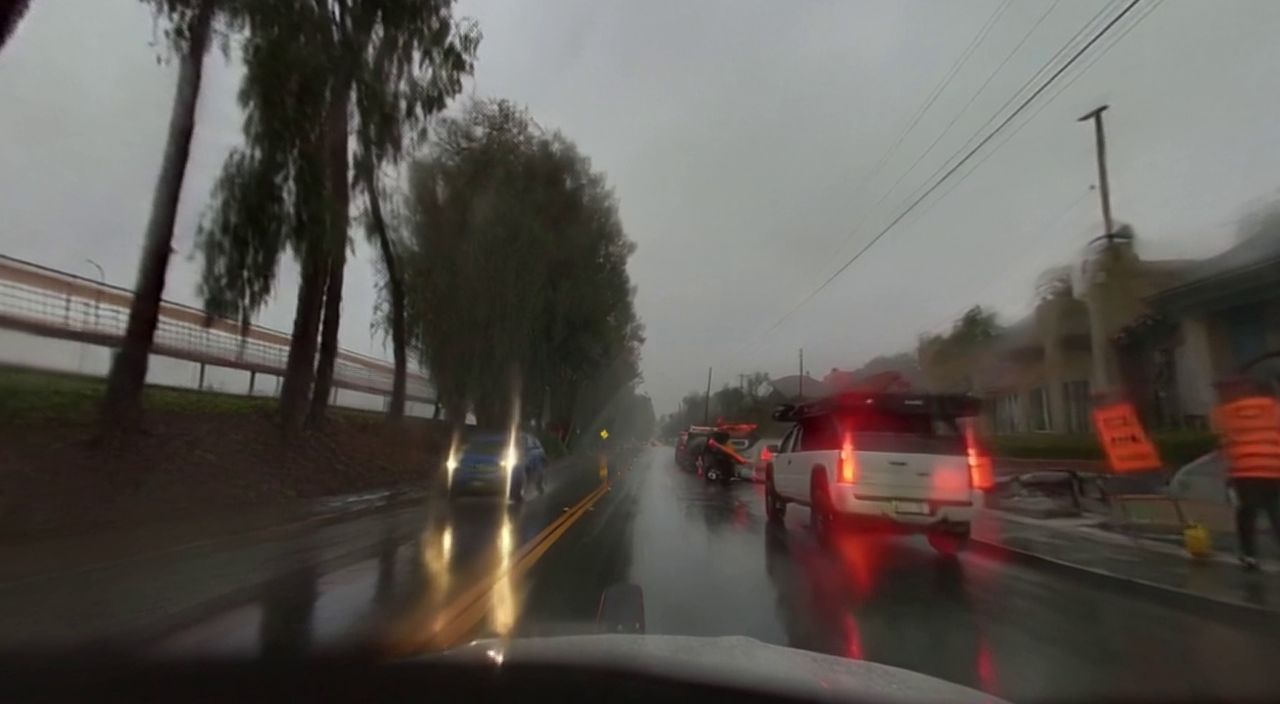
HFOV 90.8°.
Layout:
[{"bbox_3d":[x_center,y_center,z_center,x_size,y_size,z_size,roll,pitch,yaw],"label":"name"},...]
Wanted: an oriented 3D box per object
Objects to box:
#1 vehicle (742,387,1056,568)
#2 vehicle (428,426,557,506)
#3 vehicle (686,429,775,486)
[{"bbox_3d":[3.529,1.926,10.554,2.759,2.114,6.152,0,-9,2],"label":"vehicle"},{"bbox_3d":[-3.493,2.799,15.919,2.078,1.716,4.367,0,-9,1],"label":"vehicle"},{"bbox_3d":[3.466,4.244,25.832,2.617,2.020,6.531,0,-9,-1],"label":"vehicle"}]
